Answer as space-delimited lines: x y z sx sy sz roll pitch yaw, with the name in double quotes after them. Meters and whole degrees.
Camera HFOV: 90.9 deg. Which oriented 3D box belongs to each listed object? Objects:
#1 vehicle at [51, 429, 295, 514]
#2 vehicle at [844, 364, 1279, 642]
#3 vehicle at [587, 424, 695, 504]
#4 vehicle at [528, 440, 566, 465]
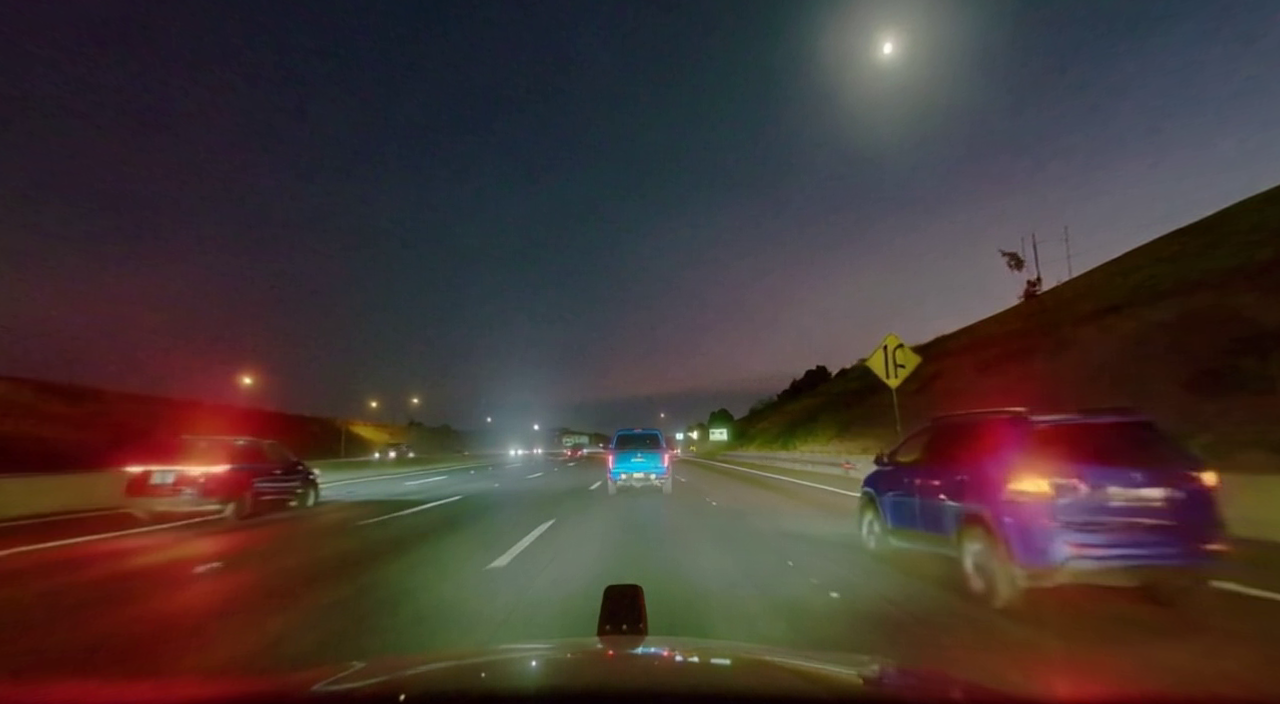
-11.268 2.913 15.910 2.223 1.781 5.098 0 -9 0 "vehicle"
4.395 1.436 7.189 2.204 1.852 5.845 0 -9 0 "vehicle"
0.051 2.868 16.535 2.447 1.804 4.273 0 -9 1 "vehicle"
-6.751 7.386 46.445 2.024 1.706 4.462 0 -9 1 "vehicle"
